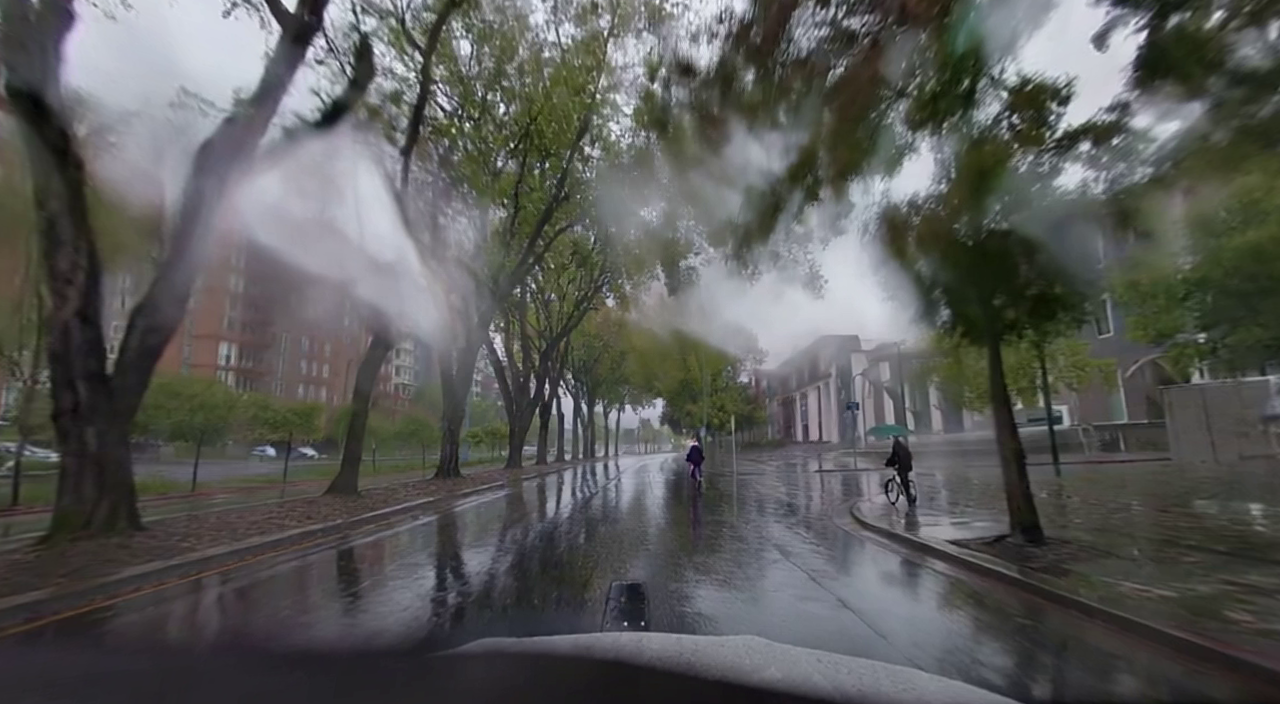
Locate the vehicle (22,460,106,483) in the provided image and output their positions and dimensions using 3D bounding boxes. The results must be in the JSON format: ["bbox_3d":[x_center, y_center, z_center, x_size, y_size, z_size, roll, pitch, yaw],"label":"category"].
[{"bbox_3d":[-43.884,9.122,48.192,1.775,1.558,4.727,-1,-9,4],"label":"vehicle"}]
